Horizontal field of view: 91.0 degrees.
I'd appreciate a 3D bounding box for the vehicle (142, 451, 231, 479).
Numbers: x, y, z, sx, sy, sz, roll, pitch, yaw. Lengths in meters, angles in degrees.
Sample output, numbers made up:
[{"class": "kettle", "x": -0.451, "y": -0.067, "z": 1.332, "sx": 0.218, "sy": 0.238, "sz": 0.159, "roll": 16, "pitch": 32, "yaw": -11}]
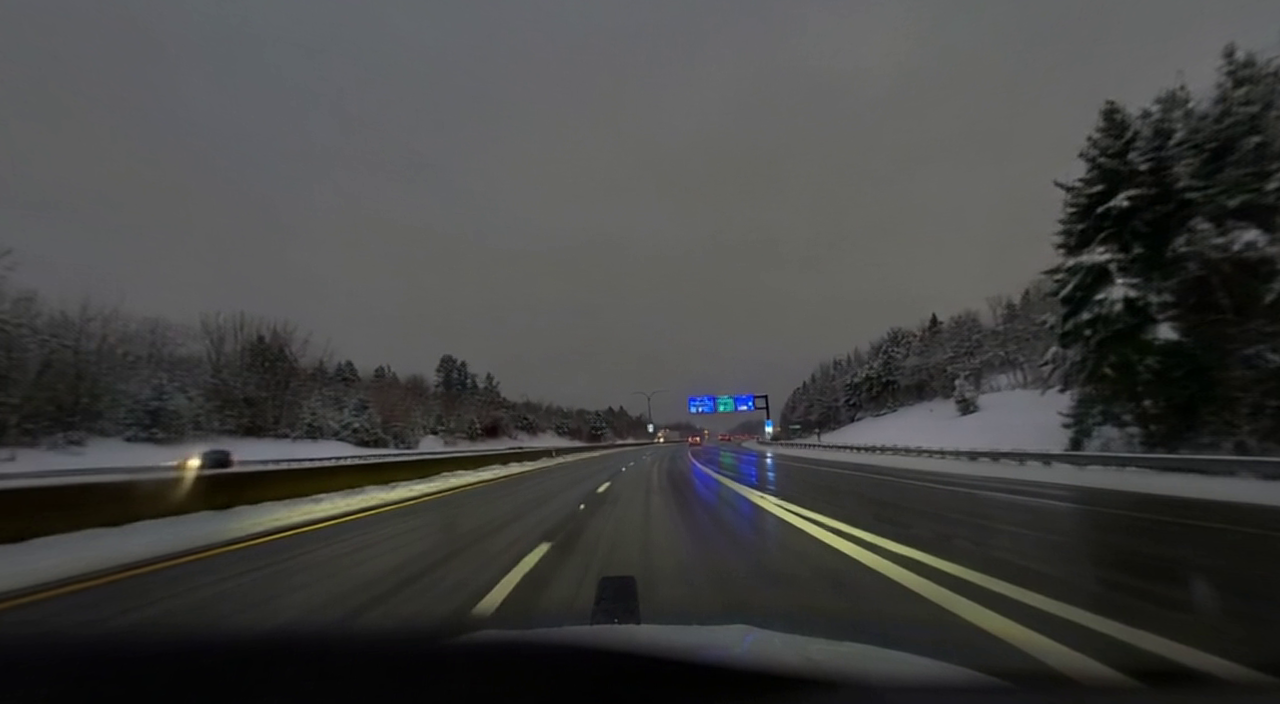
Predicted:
[{"class": "vehicle", "x": -28.118, "y": 6.989, "z": 39.214, "sx": 1.893, "sy": 1.496, "sz": 4.613, "roll": -1, "pitch": -8, "yaw": 5}]
